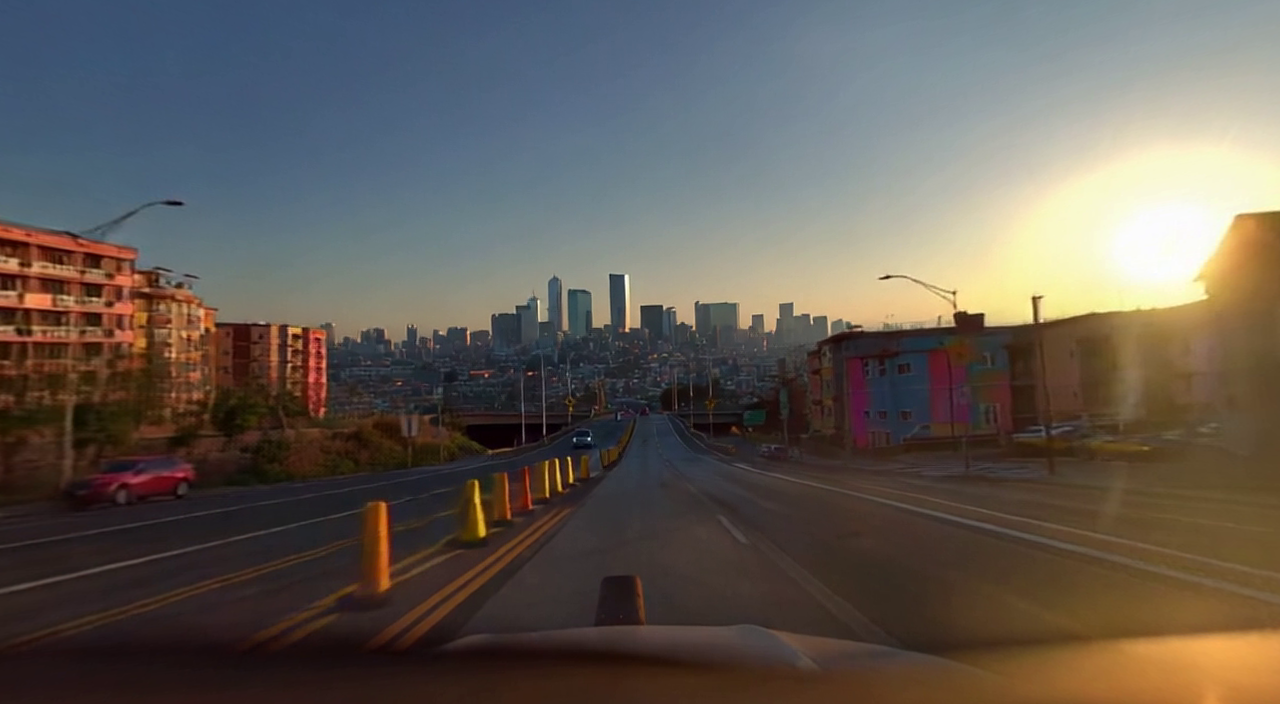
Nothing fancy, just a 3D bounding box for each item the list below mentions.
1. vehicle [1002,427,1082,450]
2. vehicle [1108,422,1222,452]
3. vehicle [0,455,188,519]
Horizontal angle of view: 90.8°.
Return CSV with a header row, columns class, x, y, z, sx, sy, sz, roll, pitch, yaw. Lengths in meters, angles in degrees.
class,x,y,z,sx,sy,sz,roll,pitch,yaw
vehicle,28.575,6.166,44.982,4.400,1.614,1.916,0,-8,-1
vehicle,28.969,4.691,34.956,4.536,1.483,1.917,-1,-4,3
vehicle,-17.289,4.234,20.369,1.992,1.527,4.540,-1,-6,2
